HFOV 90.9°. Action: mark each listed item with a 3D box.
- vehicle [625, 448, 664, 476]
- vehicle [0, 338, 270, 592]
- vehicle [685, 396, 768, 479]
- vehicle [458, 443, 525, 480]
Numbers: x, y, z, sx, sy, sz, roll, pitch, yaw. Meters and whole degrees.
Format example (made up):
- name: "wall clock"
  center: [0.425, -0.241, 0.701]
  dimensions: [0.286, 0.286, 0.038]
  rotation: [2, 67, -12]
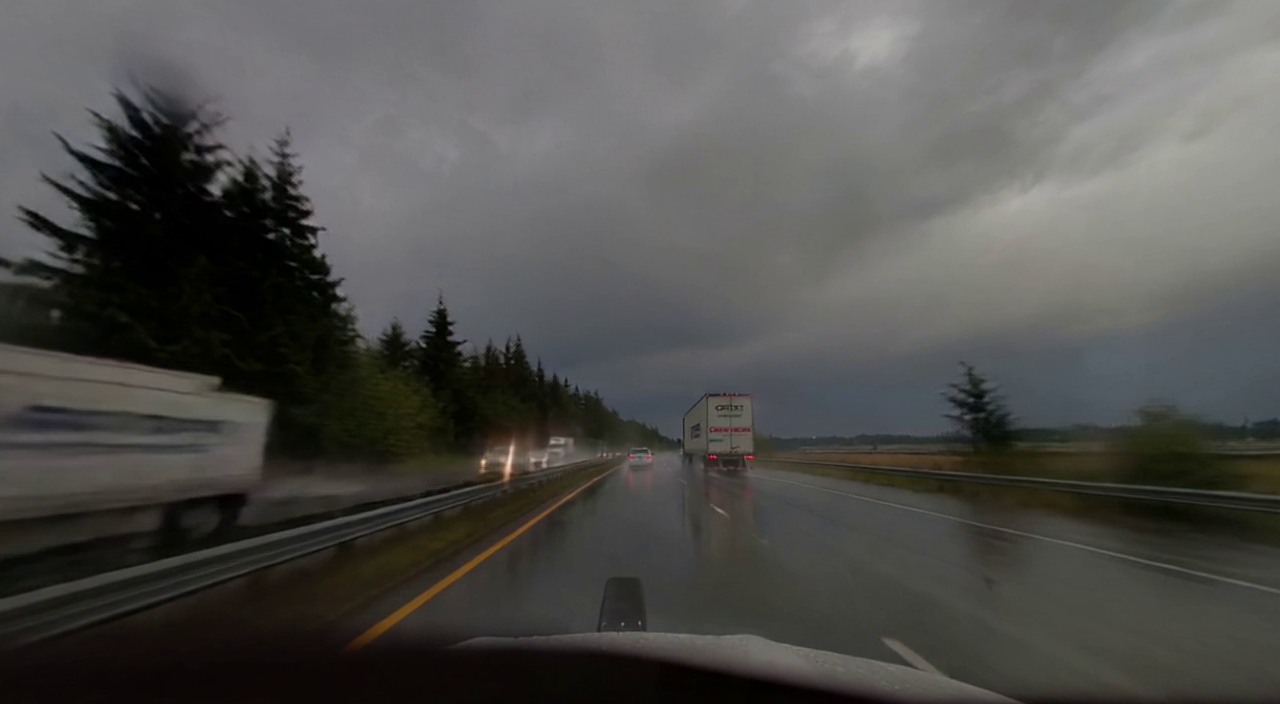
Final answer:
- name: "vehicle"
  center: [0.263, 6.179, 35.633]
  dimensions: [2.074, 1.475, 3.960]
  rotation: [0, -9, 1]
- name: "vehicle"
  center: [-8.693, 1.458, 8.241]
  dimensions: [3.033, 2.814, 7.504]
  rotation: [0, -9, 1]
- name: "vehicle"
  center: [4.731, 5.304, 38.021]
  dimensions: [2.909, 4.074, 14.457]
  rotation: [0, -9, 0]
- name: "vehicle"
  center: [-8.246, 6.152, 35.611]
  dimensions: [2.252, 1.923, 5.541]
  rotation: [0, -9, 2]
